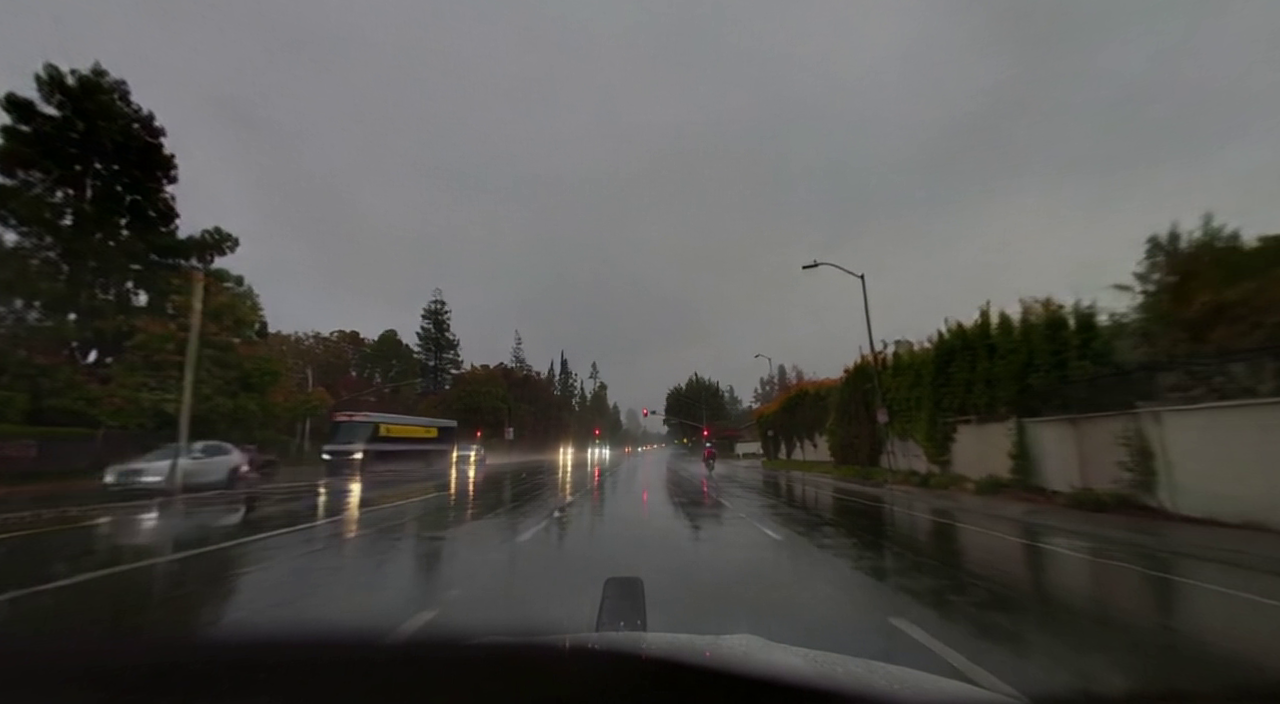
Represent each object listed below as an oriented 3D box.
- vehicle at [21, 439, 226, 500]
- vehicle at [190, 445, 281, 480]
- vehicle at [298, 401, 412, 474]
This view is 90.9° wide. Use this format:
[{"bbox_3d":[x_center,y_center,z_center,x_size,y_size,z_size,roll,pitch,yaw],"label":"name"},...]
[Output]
[{"bbox_3d":[-13.902,3.143,17.418,1.888,1.456,4.406,-1,-8,1],"label":"vehicle"},{"bbox_3d":[-20.810,5.665,32.680,1.844,1.679,4.318,0,-8,0],"label":"vehicle"},{"bbox_3d":[-17.098,5.259,38.588,3.027,3.971,8.006,0,-8,1],"label":"vehicle"}]
